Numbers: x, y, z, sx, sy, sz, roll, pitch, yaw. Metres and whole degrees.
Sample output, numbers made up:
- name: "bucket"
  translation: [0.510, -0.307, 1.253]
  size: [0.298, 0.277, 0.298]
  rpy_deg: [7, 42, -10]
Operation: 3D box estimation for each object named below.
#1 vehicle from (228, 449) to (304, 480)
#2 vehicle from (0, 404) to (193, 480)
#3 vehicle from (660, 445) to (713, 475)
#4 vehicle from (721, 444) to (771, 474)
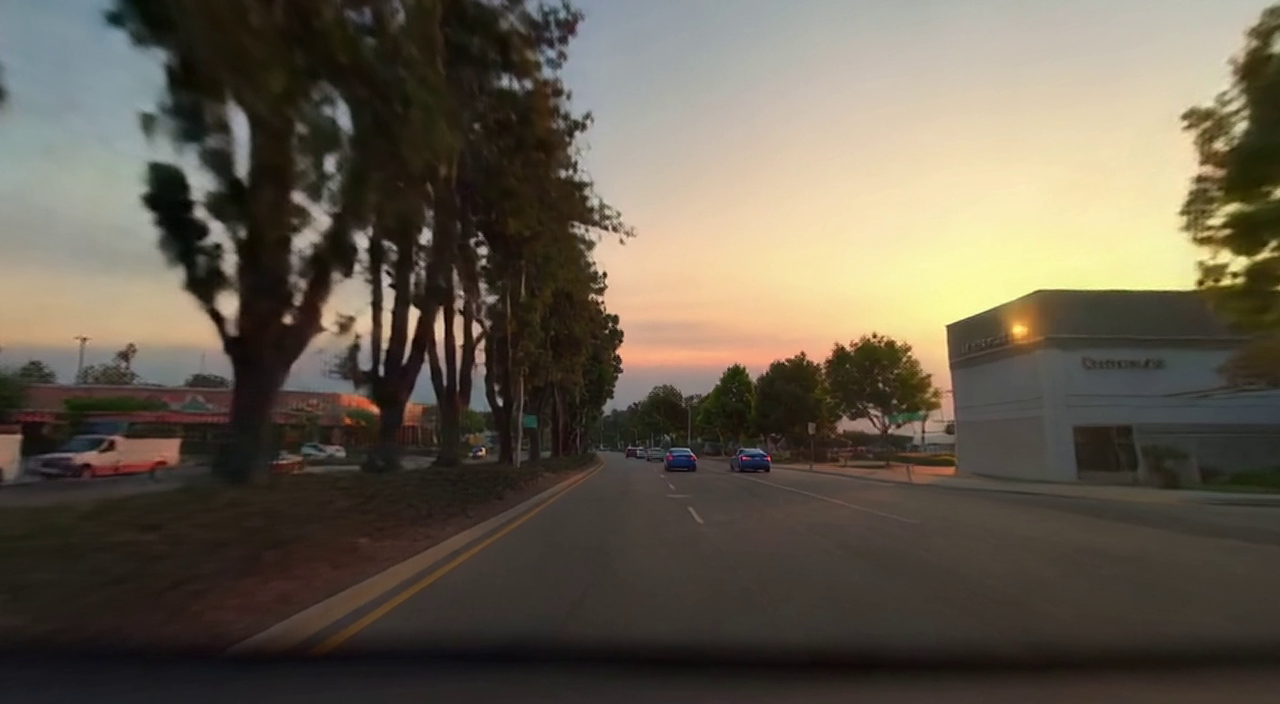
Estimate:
- name: "vehicle"
  translation: [-20.000, 6.010, 33.878]
  size: [1.730, 1.516, 3.847]
  rpy_deg: [0, -9, -1]
- name: "vehicle"
  translation: [-26.311, 4.208, 29.375]
  size: [8.121, 3.260, 2.889]
  rpy_deg: [2, -9, -11]
- name: "vehicle"
  translation: [2.369, 5.696, 33.351]
  size: [2.256, 1.451, 4.313]
  rpy_deg: [0, -9, -3]
- name: "vehicle"
  translation: [5.894, 5.973, 35.340]
  size: [1.886, 1.528, 4.169]
  rpy_deg: [0, -9, -3]
